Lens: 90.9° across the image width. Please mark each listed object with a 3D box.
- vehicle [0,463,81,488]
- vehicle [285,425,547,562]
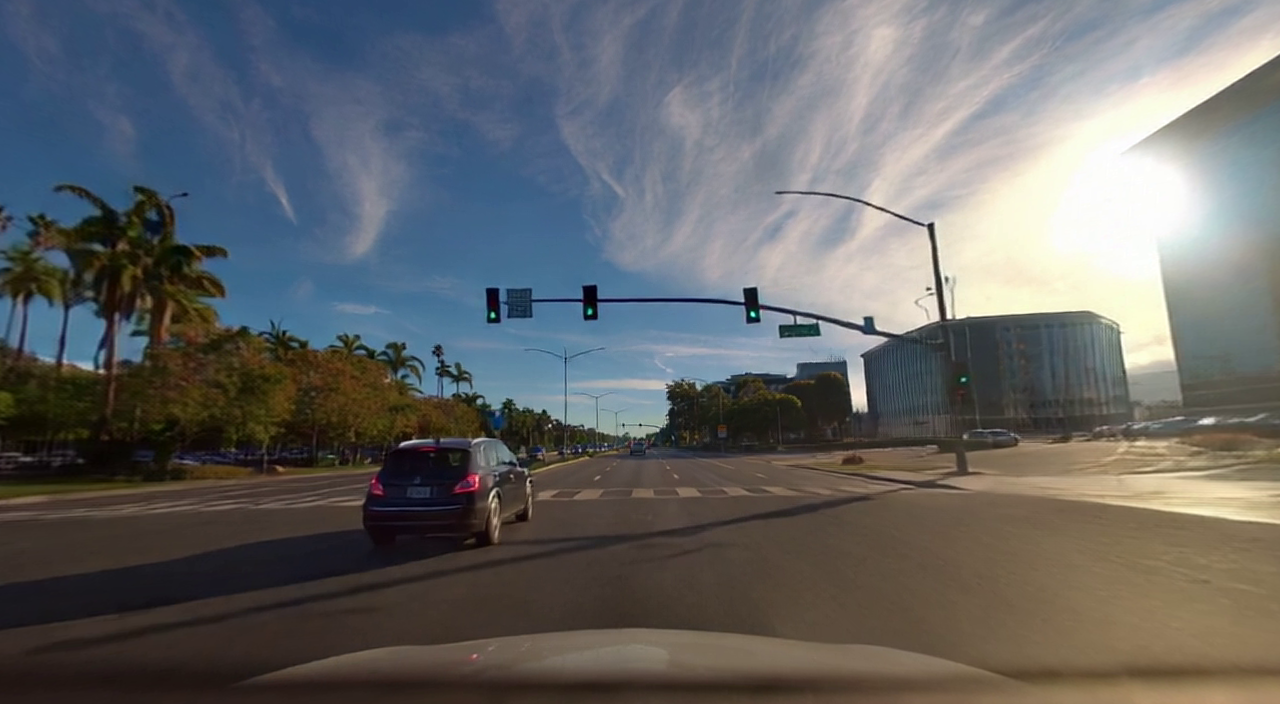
[{"bbox_3d":[-43.588,8.868,45.652,1.864,1.556,4.664,0,-8,1],"label":"vehicle"},{"bbox_3d":[-2.925,1.973,9.665,2.162,1.549,4.795,0,-8,1],"label":"vehicle"}]
